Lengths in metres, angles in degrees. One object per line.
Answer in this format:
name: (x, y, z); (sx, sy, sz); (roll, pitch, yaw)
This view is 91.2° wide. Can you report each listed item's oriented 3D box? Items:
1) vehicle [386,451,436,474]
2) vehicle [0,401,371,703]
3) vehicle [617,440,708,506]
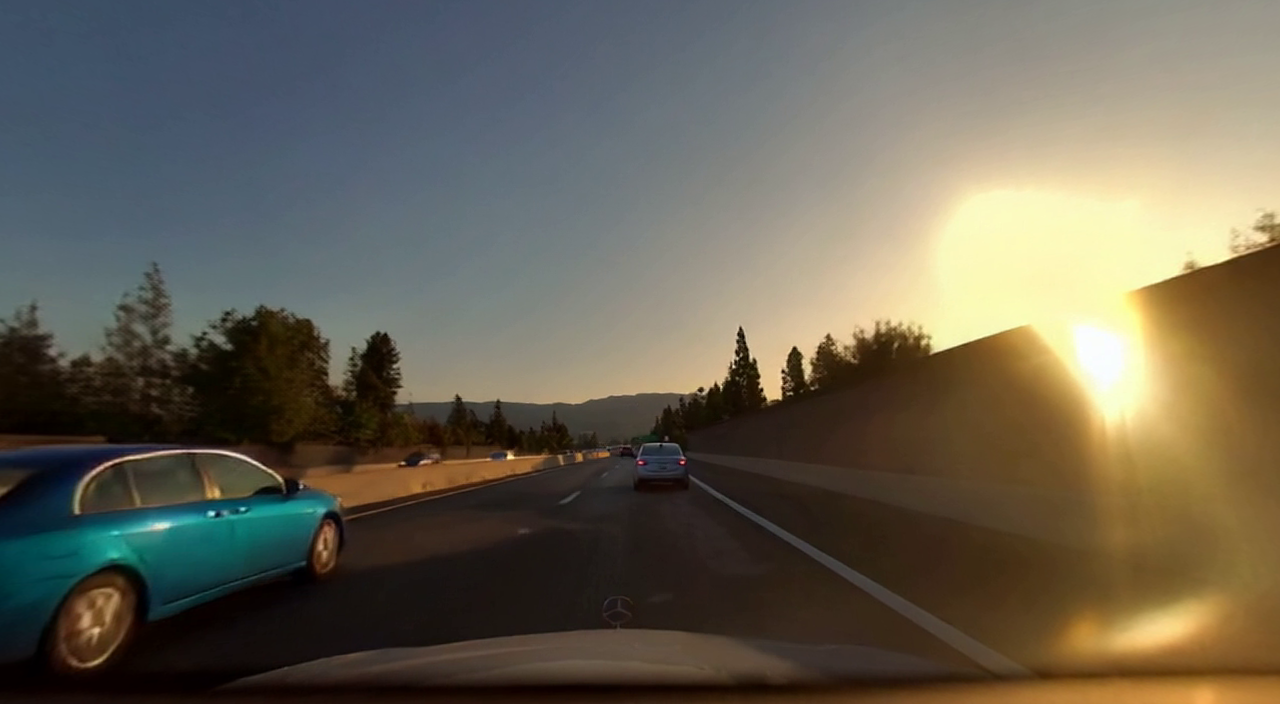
vehicle: (-17.122, 8.287, 47.055); (1.900, 1.582, 4.150); (-1, -9, 5)
vehicle: (-3.746, 1.310, 4.749); (2.083, 1.548, 4.251); (1, -9, -9)
vehicle: (0.458, 3.173, 16.872); (2.021, 1.533, 4.014); (0, -9, -4)
